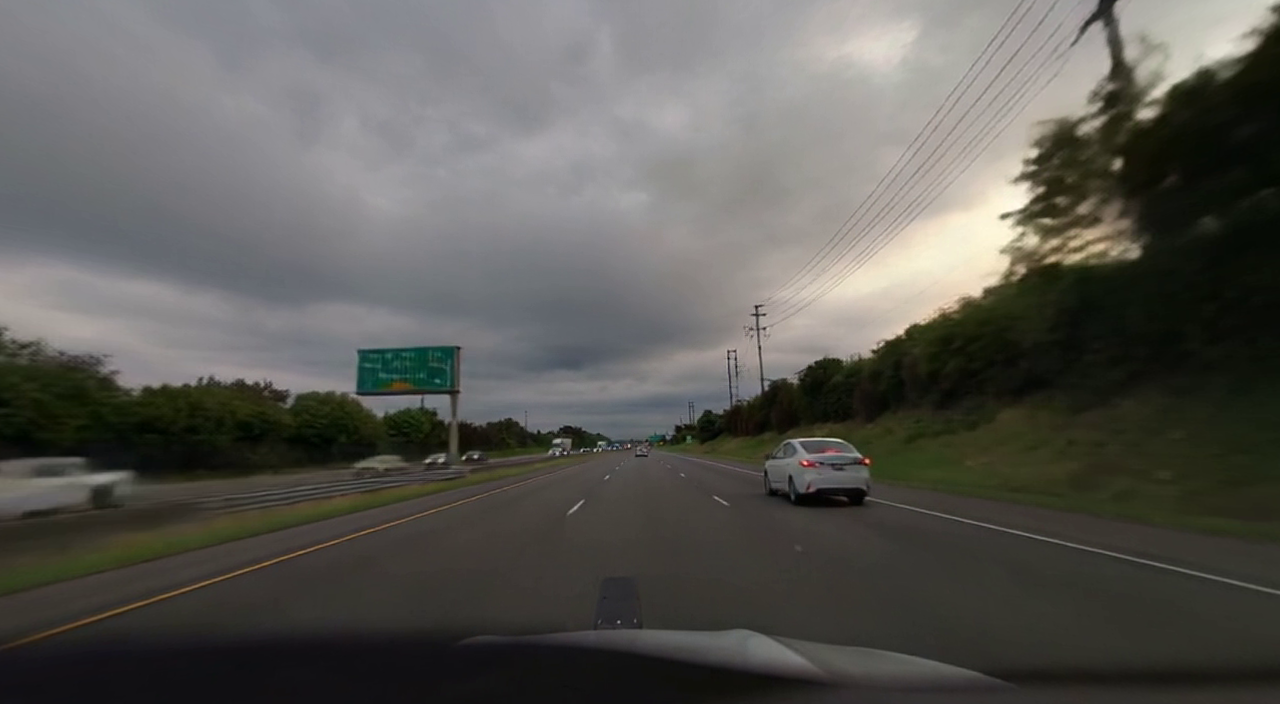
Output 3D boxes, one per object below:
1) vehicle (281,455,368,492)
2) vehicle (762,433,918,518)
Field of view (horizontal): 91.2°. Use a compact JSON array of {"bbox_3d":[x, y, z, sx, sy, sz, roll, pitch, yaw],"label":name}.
[{"bbox_3d":[-14.877,5.726,29.820,2.032,1.541,4.080,0,-9,0],"label":"vehicle"},{"bbox_3d":[4.158,2.642,13.858,2.054,1.565,4.089,0,-9,-1],"label":"vehicle"}]
